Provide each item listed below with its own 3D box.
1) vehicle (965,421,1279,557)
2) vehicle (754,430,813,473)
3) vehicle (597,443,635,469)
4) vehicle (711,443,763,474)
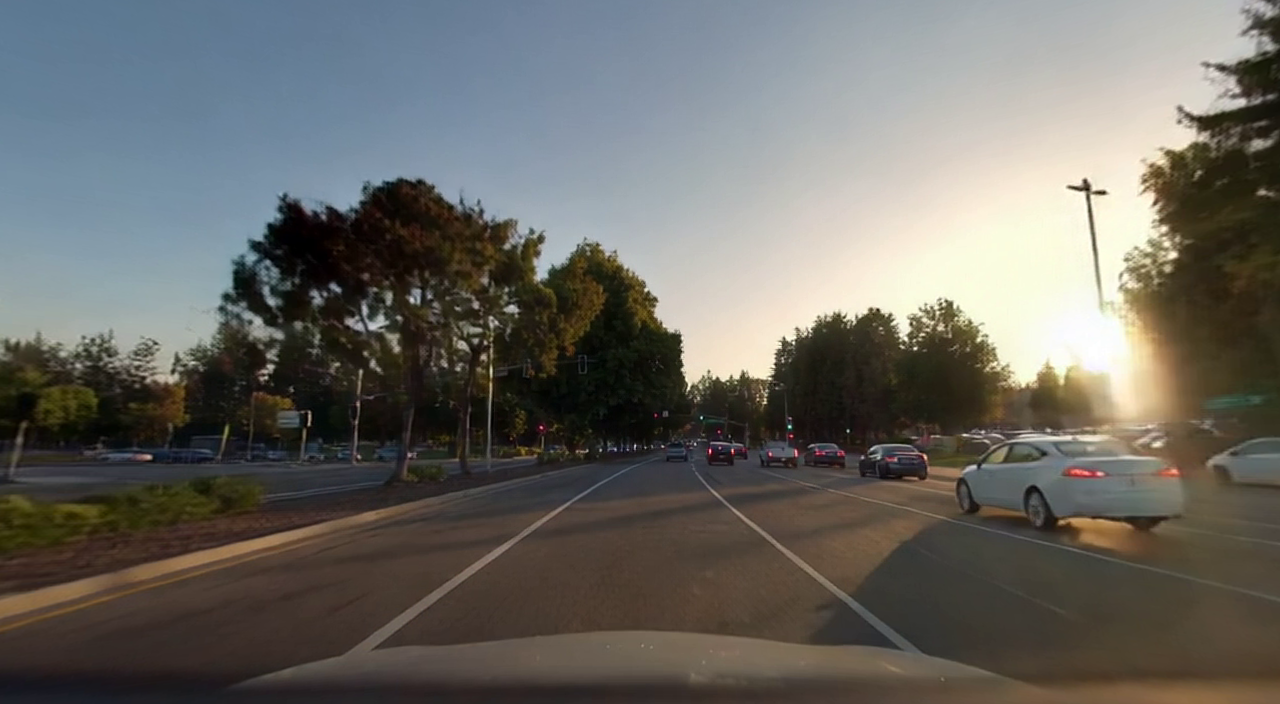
[{"bbox_3d":[7.412,2.011,10.075,2.051,1.620,4.702,-1,-8,2],"label":"vehicle"},{"bbox_3d":[7.969,5.606,35.484,2.186,2.202,5.426,0,-9,2],"label":"vehicle"},{"bbox_3d":[-1.485,6.732,40.887,1.958,1.542,4.175,-1,-9,5],"label":"vehicle"},{"bbox_3d":[5.138,5.718,34.056,2.292,1.563,4.734,-1,-9,2],"label":"vehicle"}]
